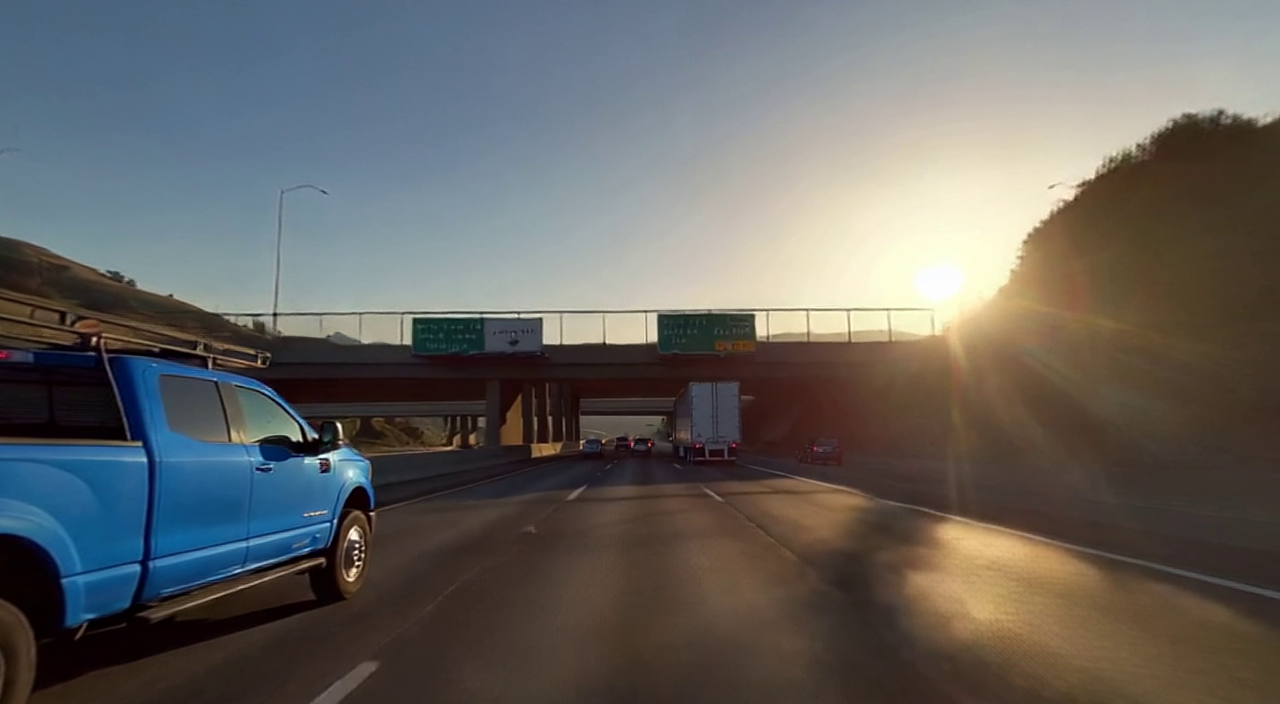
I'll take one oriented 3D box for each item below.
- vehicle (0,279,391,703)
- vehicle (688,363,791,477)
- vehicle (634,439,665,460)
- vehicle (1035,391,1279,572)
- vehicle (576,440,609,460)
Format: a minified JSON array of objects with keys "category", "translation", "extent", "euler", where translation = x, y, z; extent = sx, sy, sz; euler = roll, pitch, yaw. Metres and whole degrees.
[{"category":"vehicle","translation":[-4.123,0.862,3.762],"extent":[2.599,2.054,6.288],"euler":[0,-8,1]},{"category":"vehicle","translation":[4.017,3.365,28.916],"extent":[2.885,4.036,12.891],"euler":[0,-8,1]},{"category":"vehicle","translation":[0.652,7.068,45.694],"extent":[2.092,1.446,4.092],"euler":[0,-8,0]},{"category":"vehicle","translation":[7.075,1.419,7.274],"extent":[1.999,1.700,4.640],"euler":[0,-8,0]},{"category":"vehicle","translation":[-3.479,7.269,46.820],"extent":[2.077,1.446,4.106],"euler":[0,-8,0]}]
